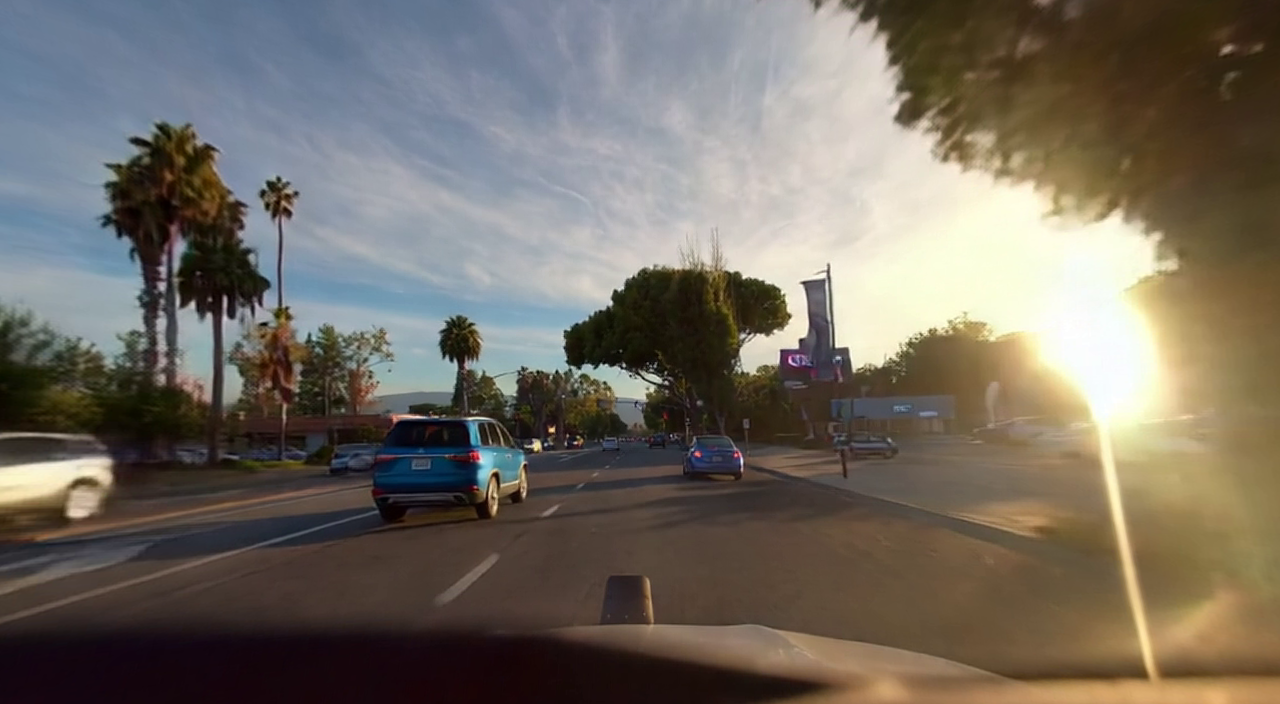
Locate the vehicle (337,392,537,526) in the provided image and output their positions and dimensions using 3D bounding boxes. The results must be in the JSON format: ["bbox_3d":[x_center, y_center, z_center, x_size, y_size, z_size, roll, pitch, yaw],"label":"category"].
[{"bbox_3d":[-3.397,1.924,11.703,2.152,1.987,4.527,0,-8,0],"label":"vehicle"}]

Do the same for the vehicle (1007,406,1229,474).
[{"bbox_3d":[13.198,2.501,17.876,1.887,1.630,4.705,2,-9,-16],"label":"vehicle"}]

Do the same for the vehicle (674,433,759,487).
[{"bbox_3d":[2.234,3.321,19.751,1.919,1.472,4.470,0,-8,-3],"label":"vehicle"}]

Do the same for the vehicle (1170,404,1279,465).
[{"bbox_3d":[18.642,2.481,18.776,4.591,1.666,1.901,2,-9,-15],"label":"vehicle"}]

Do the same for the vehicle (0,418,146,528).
[{"bbox_3d":[-11.579,2.015,10.552,2.110,1.790,5.333,0,-8,2],"label":"vehicle"}]

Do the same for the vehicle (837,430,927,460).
[{"bbox_3d":[12.045,4.643,31.568,1.874,1.386,3.745,6,-10,-36],"label":"vehicle"}]

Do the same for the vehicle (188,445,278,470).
[{"bbox_3d":[-27.171,7.015,42.150,4.697,1.521,2.017,8,-11,-43],"label":"vehicle"}]

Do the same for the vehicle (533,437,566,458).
[{"bbox_3d":[-6.573,6.991,46.099,1.751,1.445,4.340,0,-8,1],"label":"vehicle"}]

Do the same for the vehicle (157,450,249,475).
[{"bbox_3d":[-26.700,6.733,38.560,2.011,1.395,4.238,-8,-11,44],"label":"vehicle"}]
